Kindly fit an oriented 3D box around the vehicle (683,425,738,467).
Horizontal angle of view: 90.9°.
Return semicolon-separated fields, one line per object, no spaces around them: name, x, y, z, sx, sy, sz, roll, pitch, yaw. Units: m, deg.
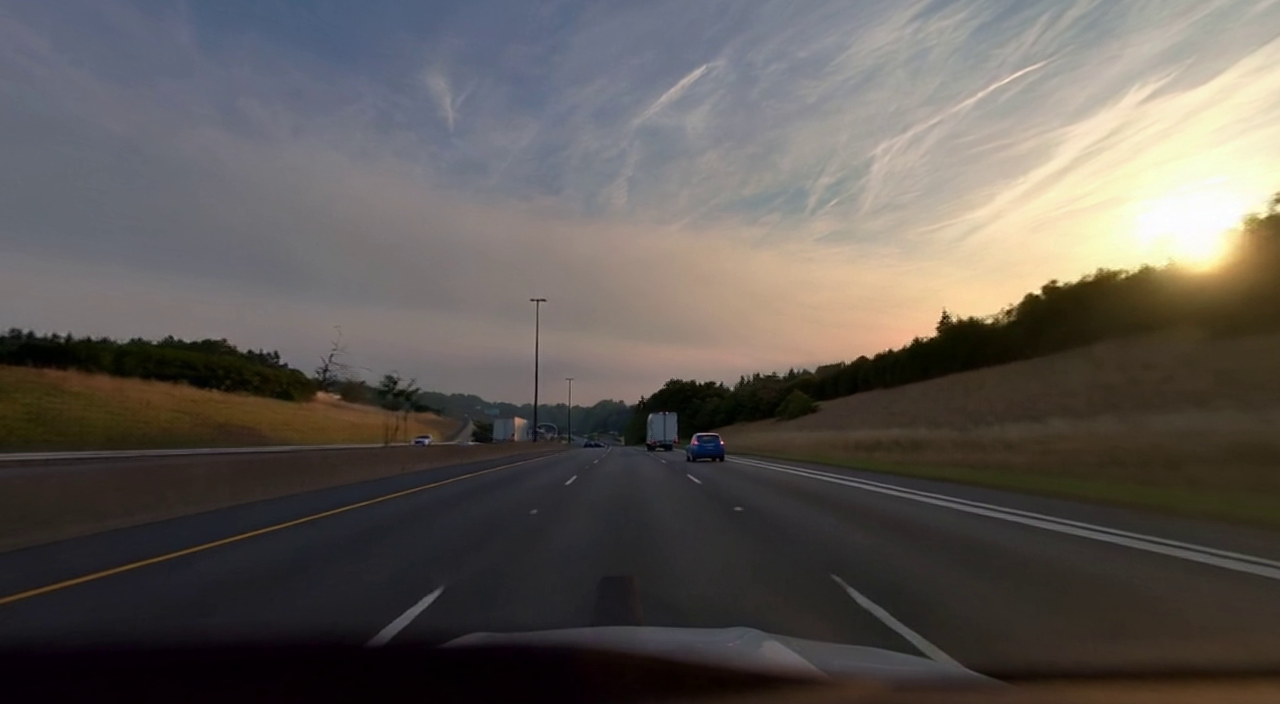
vehicle;3.406;4.631;31.235;2.076;1.914;4.287;0;-8;-2
